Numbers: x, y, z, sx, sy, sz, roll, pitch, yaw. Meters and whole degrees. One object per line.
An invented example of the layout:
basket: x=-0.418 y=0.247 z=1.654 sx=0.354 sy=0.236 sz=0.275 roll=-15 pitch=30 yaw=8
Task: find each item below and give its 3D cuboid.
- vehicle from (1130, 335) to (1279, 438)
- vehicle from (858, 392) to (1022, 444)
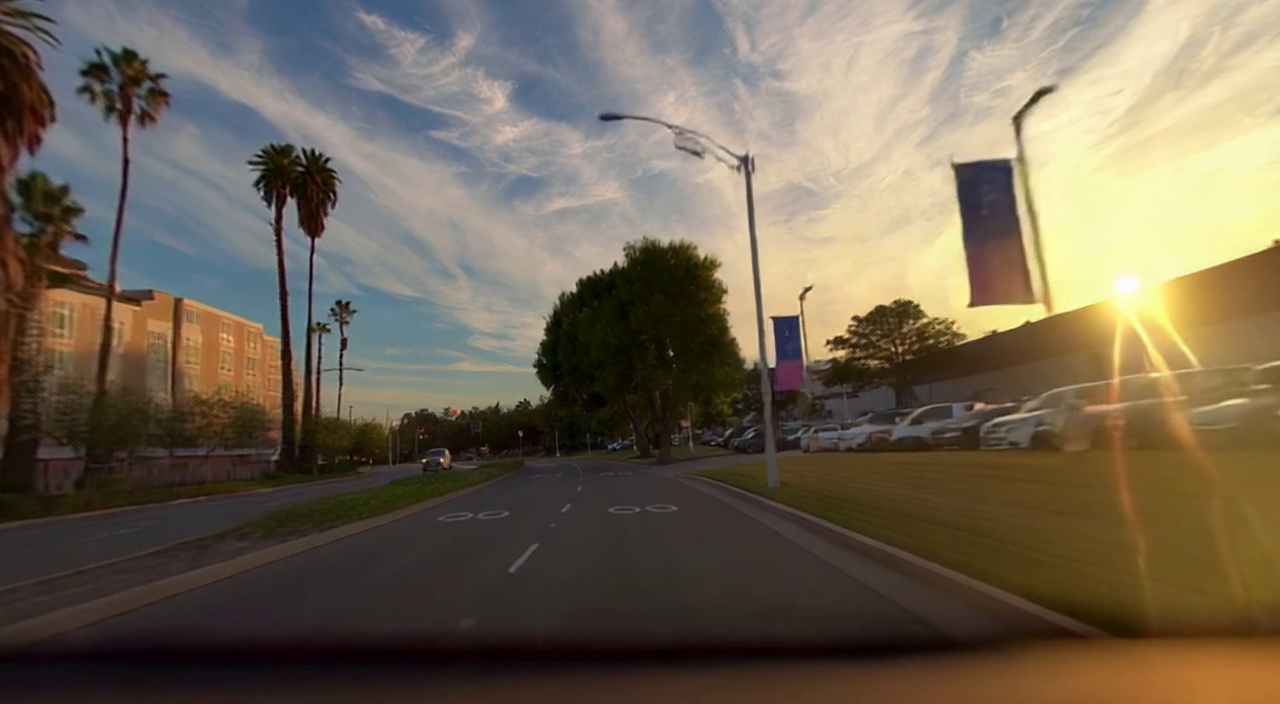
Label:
vehicle: x=11.526 y=0.679 z=11.089 sx=3.948 sy=1.625 sz=2.089 roll=0 pitch=-8 yaw=0
vehicle: x=10.323 y=2.328 z=21.872 sx=4.636 sy=1.695 sz=2.025 roll=0 pitch=-8 yaw=-1
